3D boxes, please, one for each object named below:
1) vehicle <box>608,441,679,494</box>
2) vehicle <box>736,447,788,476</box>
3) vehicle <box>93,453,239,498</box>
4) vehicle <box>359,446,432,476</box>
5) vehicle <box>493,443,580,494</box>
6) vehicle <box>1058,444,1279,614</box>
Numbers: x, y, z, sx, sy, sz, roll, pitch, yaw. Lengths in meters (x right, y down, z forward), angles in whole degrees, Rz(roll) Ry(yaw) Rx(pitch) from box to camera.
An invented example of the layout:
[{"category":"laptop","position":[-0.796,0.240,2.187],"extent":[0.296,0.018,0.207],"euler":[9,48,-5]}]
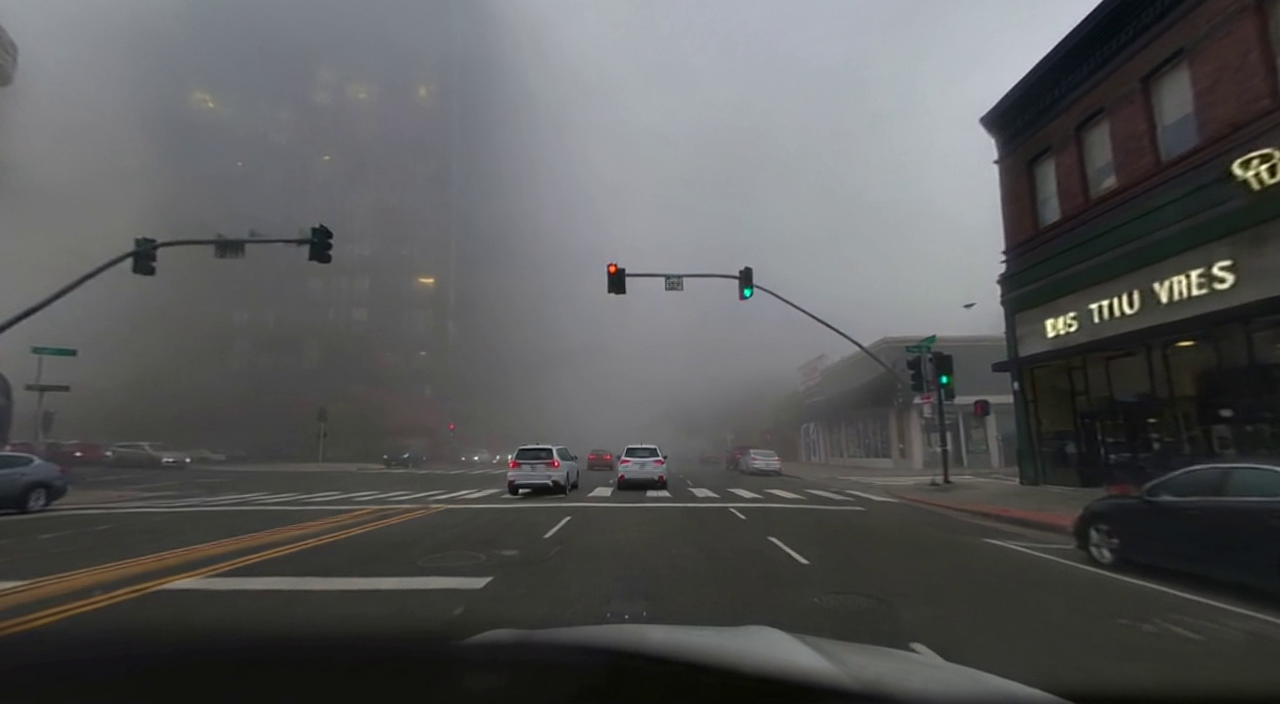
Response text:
[{"category":"vehicle","position":[0.115,3.638,20.243],"extent":[2.037,1.484,4.073],"euler":[0,-8,1]},{"category":"vehicle","position":[6.688,6.040,34.992],"extent":[1.944,1.462,4.406],"euler":[0,-8,0]},{"category":"vehicle","position":[-18.023,4.621,23.953],"extent":[5.163,1.510,2.174],"euler":[-4,-9,26]},{"category":"vehicle","position":[-14.893,6.630,38.715],"extent":[2.161,1.704,4.554],"euler":[-1,-9,8]},{"category":"vehicle","position":[-3.236,3.722,20.553],"extent":[1.950,1.450,4.257],"euler":[-1,-8,2]},{"category":"vehicle","position":[6.470,1.597,5.911],"extent":[1.899,1.453,4.610],"euler":[0,-8,0]}]
